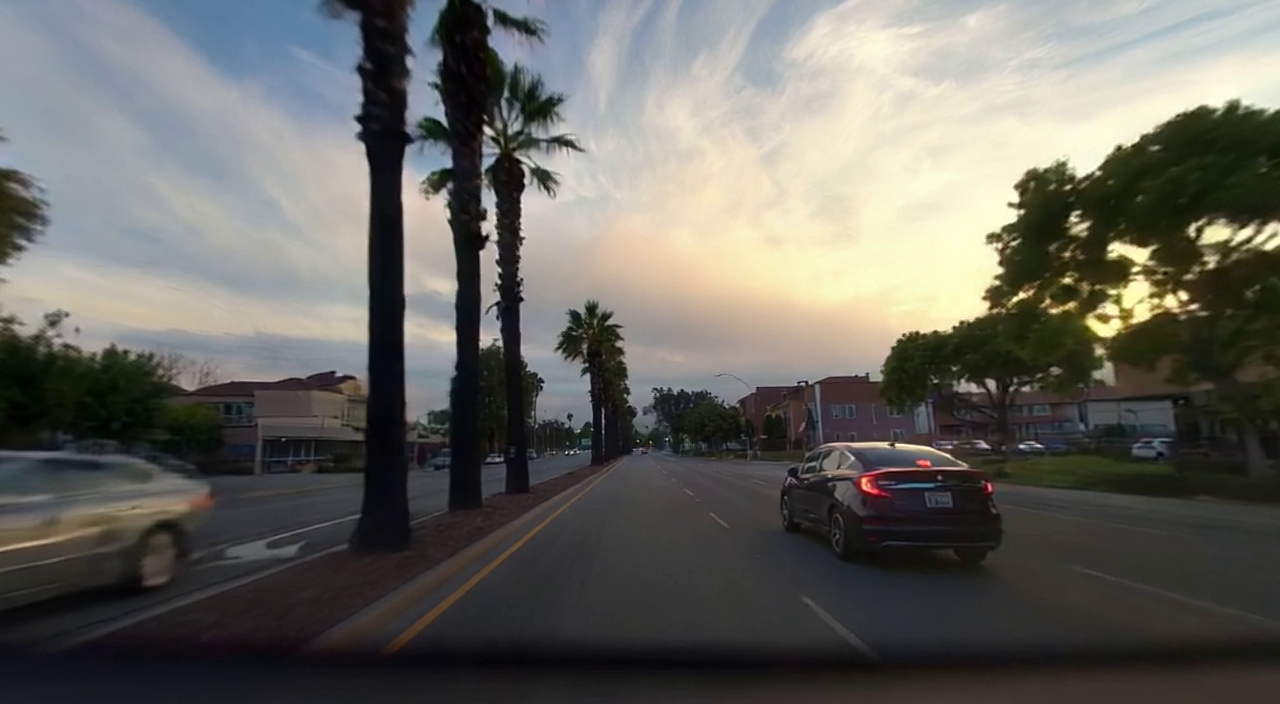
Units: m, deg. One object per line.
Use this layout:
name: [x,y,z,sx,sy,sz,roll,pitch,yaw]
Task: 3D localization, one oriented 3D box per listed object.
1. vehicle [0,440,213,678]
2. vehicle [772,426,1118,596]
vehicle: [-4.813,1.227,3.590,1.798,1.441,4.309,0,-9,-1]
vehicle: [3.210,1.772,8.014,1.989,1.492,4.689,0,-9,-1]
